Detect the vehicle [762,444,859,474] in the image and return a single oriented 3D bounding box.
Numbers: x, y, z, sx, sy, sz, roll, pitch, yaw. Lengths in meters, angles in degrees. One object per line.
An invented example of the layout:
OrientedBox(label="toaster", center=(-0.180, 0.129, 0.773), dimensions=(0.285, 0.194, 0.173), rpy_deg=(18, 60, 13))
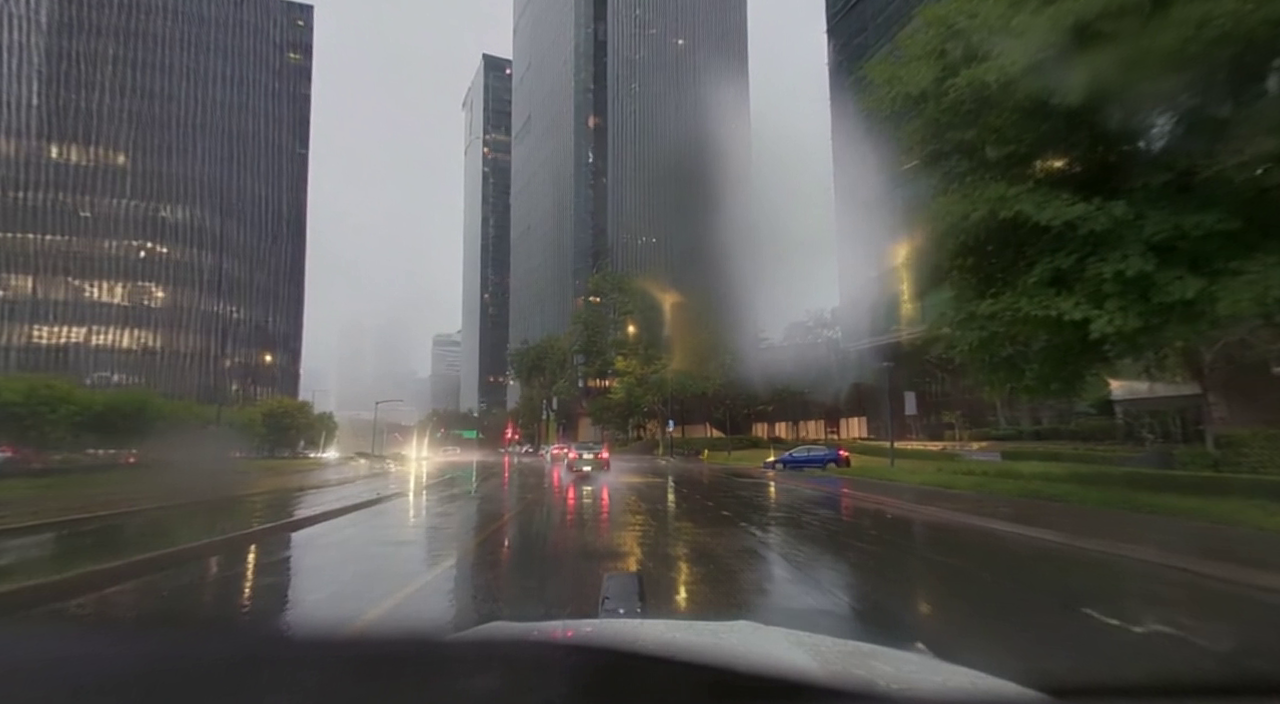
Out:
OrientedBox(label="vehicle", center=(9.068, 5.712, 33.762), dimensions=(4.645, 1.505, 2.100), rpy_deg=(0, -8, 3))

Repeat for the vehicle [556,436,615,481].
OrientedBox(label="vehicle", center=(-2.219, 4.304, 25.778), dimensions=(2.183, 1.675, 4.319), rpy_deg=(1, -8, -5))
